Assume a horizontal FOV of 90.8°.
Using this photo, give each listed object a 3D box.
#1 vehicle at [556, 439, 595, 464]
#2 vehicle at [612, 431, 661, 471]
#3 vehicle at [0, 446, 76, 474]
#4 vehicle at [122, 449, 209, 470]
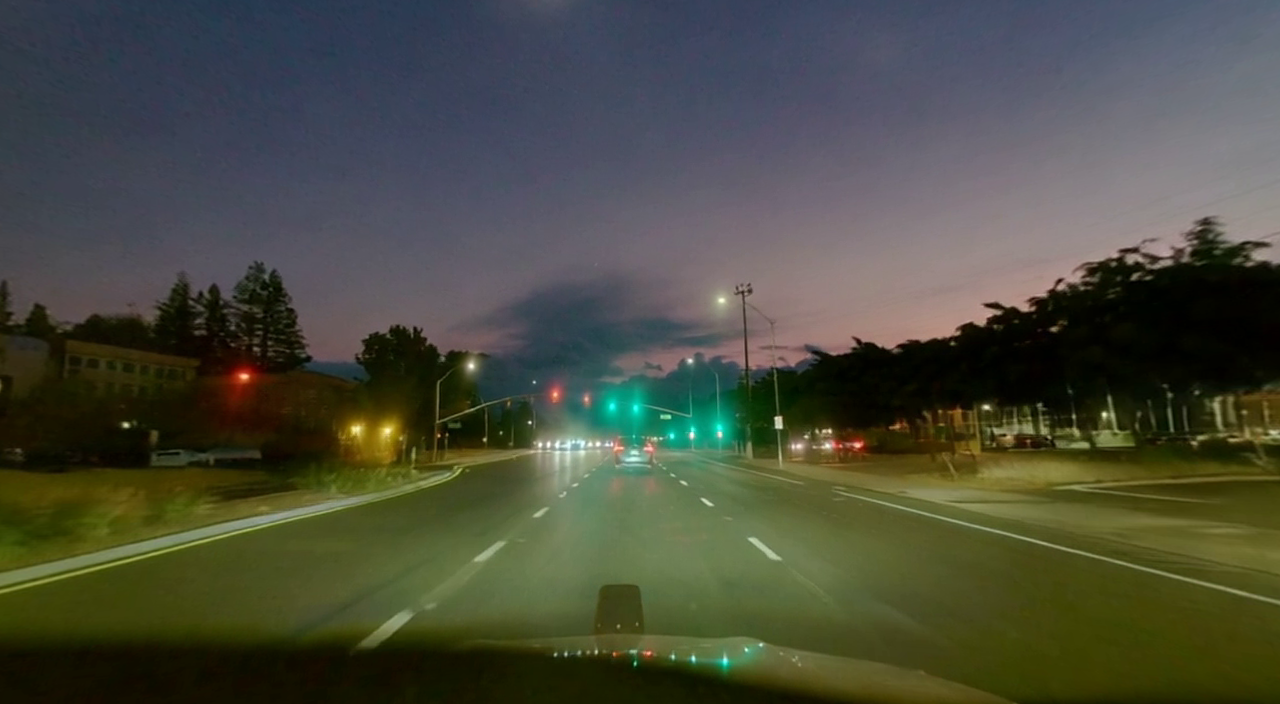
[{"bbox_3d":[-4.026,6.289,40.115,2.075,1.474,4.367,0,-8,0],"label":"vehicle"},{"bbox_3d":[-0.207,4.813,30.763,2.188,1.782,3.982,0,-8,-1],"label":"vehicle"},{"bbox_3d":[-39.195,6.991,41.302,2.271,1.687,4.754,4,-9,-28],"label":"vehicle"},{"bbox_3d":[-34.320,7.809,45.797,4.608,1.435,2.076,0,-8,-1],"label":"vehicle"}]
